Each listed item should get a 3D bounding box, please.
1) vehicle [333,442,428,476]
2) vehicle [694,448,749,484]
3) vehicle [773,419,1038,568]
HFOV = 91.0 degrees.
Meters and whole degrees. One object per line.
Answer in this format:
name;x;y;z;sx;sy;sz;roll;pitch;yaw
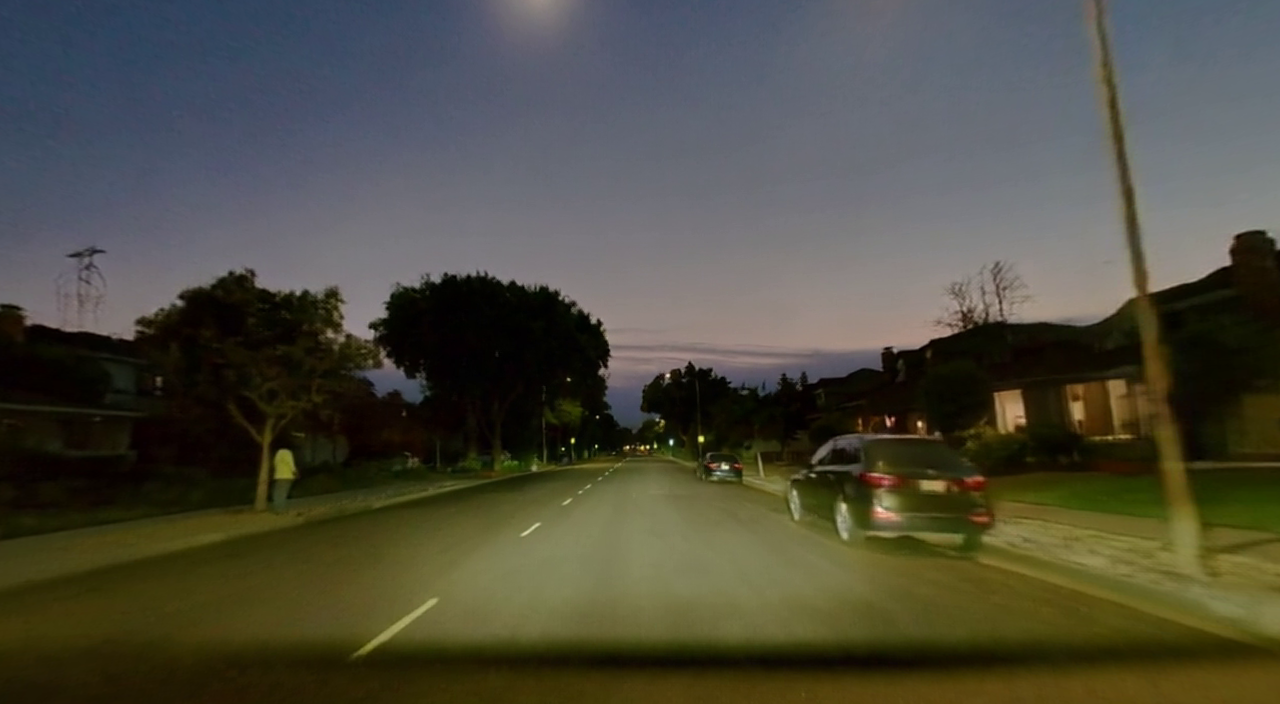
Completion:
vehicle;-15.676;6.496;38.254;4.882;1.777;2.025;-2;-9;-2
vehicle;3.717;5.305;29.610;1.897;1.521;4.835;0;-9;-1
vehicle;3.761;2.090;10.170;2.039;1.780;4.884;0;-9;-1
